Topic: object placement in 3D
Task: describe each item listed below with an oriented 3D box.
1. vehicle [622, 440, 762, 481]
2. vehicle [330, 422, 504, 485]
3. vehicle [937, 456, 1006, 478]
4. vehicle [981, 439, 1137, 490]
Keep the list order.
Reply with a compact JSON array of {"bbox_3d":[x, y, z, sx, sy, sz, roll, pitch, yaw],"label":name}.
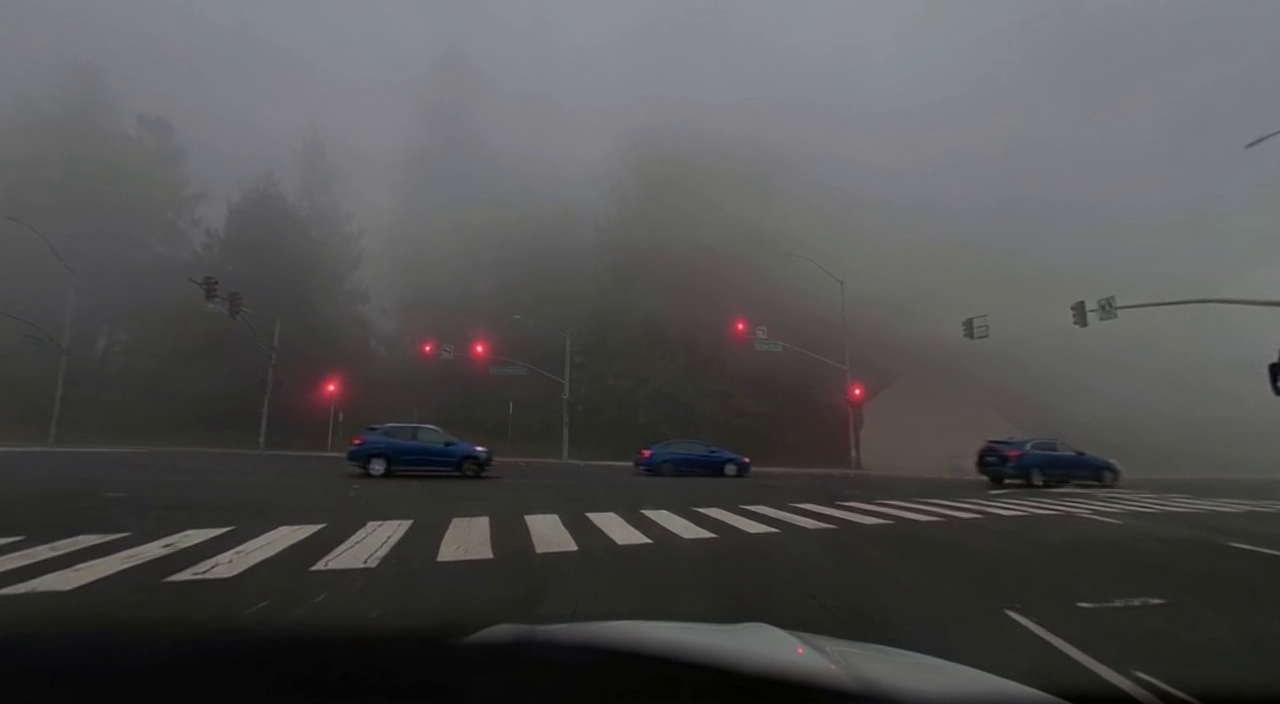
[{"bbox_3d":[2.052,4.280,25.166,5.203,1.488,1.907,2,-9,-17],"label":"vehicle"},{"bbox_3d":[-6.564,3.016,18.931,4.626,1.710,1.891,2,-9,-17],"label":"vehicle"},{"bbox_3d":[24.222,8.403,46.056,4.431,1.464,1.812,3,-9,-19],"label":"vehicle"},{"bbox_3d":[14.986,3.996,22.570,5.014,1.675,1.906,4,-9,-19],"label":"vehicle"}]
